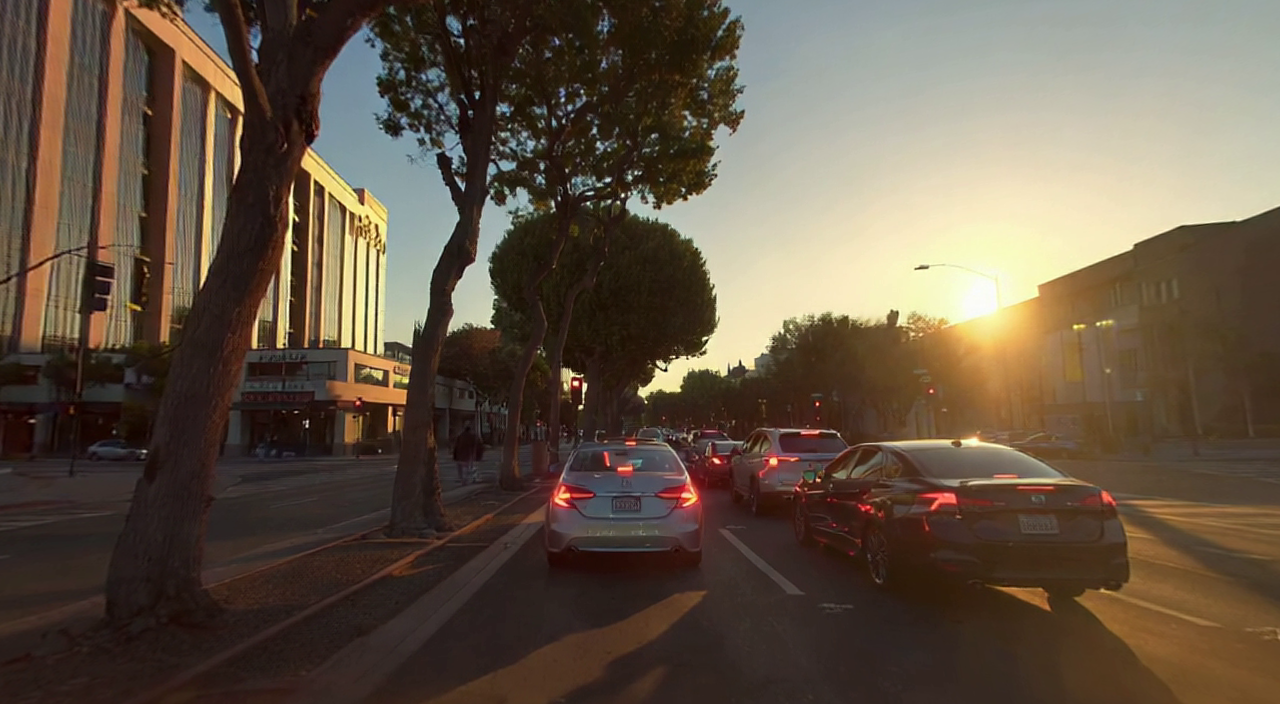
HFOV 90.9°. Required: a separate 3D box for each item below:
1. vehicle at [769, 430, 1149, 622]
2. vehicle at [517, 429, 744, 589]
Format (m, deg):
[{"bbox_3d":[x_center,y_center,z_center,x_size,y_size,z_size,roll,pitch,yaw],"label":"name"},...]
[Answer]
[{"bbox_3d":[2.901,1.650,7.026,1.893,1.446,4.270,0,-8,-2],"label":"vehicle"},{"bbox_3d":[-0.101,1.755,7.943,2.087,1.456,4.143,0,-8,0],"label":"vehicle"}]
